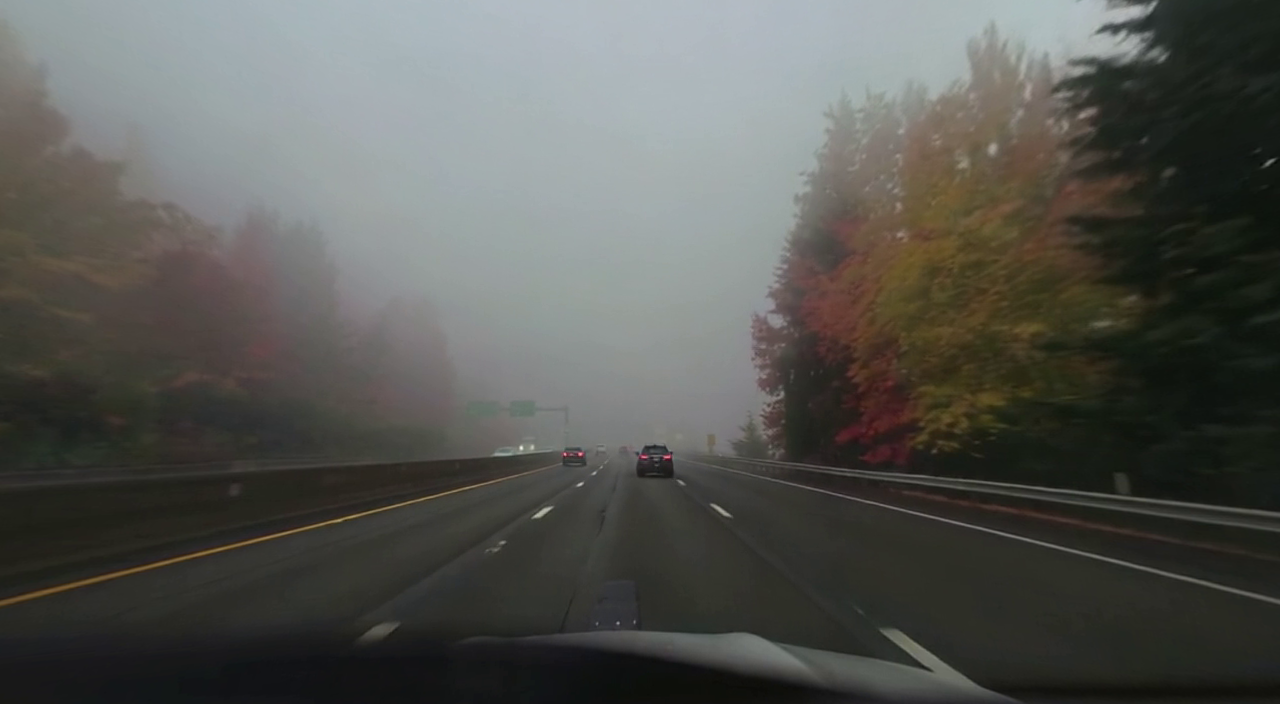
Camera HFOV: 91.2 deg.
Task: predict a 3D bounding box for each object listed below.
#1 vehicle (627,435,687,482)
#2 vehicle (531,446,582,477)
[{"bbox_3d":[0.605,4.361,25.846,2.250,1.718,4.358,0,-9,-1],"label":"vehicle"},{"bbox_3d":[-4.012,5.323,30.720,2.037,1.418,3.793,0,-9,0],"label":"vehicle"}]
